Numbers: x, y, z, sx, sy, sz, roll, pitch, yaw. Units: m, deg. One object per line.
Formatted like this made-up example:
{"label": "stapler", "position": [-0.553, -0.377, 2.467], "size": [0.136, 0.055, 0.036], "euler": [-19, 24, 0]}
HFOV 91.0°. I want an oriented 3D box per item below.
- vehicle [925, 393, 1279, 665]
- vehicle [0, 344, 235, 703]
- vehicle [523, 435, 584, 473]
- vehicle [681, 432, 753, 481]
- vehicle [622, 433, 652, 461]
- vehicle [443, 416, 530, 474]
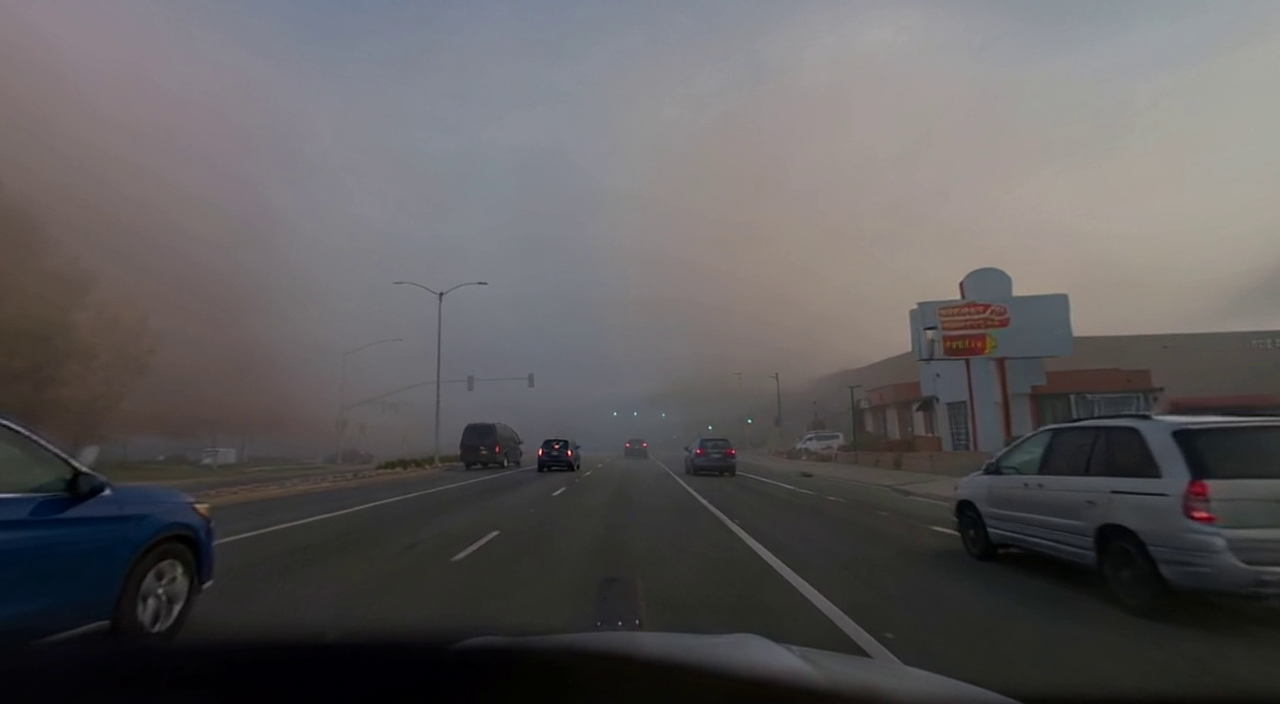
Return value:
{"label": "vehicle", "position": [4.801, 1.415, 6.088], "size": [2.080, 1.661, 4.324], "euler": [0, -9, 1]}
{"label": "vehicle", "position": [-3.988, 0.762, 2.394], "size": [2.038, 1.748, 4.303], "euler": [0, -9, -1]}
{"label": "vehicle", "position": [-4.033, 4.866, 30.184], "size": [2.133, 1.677, 4.727], "euler": [0, -9, 1]}
{"label": "vehicle", "position": [3.030, 4.254, 25.902], "size": [2.167, 1.792, 4.835], "euler": [1, -9, -2]}
{"label": "vehicle", "position": [-0.295, 7.516, 49.833], "size": [2.299, 2.104, 5.207], "euler": [0, -9, -1]}
{"label": "vehicle", "position": [-7.595, 4.738, 32.063], "size": [2.863, 2.592, 6.410], "euler": [0, -9, -1]}
